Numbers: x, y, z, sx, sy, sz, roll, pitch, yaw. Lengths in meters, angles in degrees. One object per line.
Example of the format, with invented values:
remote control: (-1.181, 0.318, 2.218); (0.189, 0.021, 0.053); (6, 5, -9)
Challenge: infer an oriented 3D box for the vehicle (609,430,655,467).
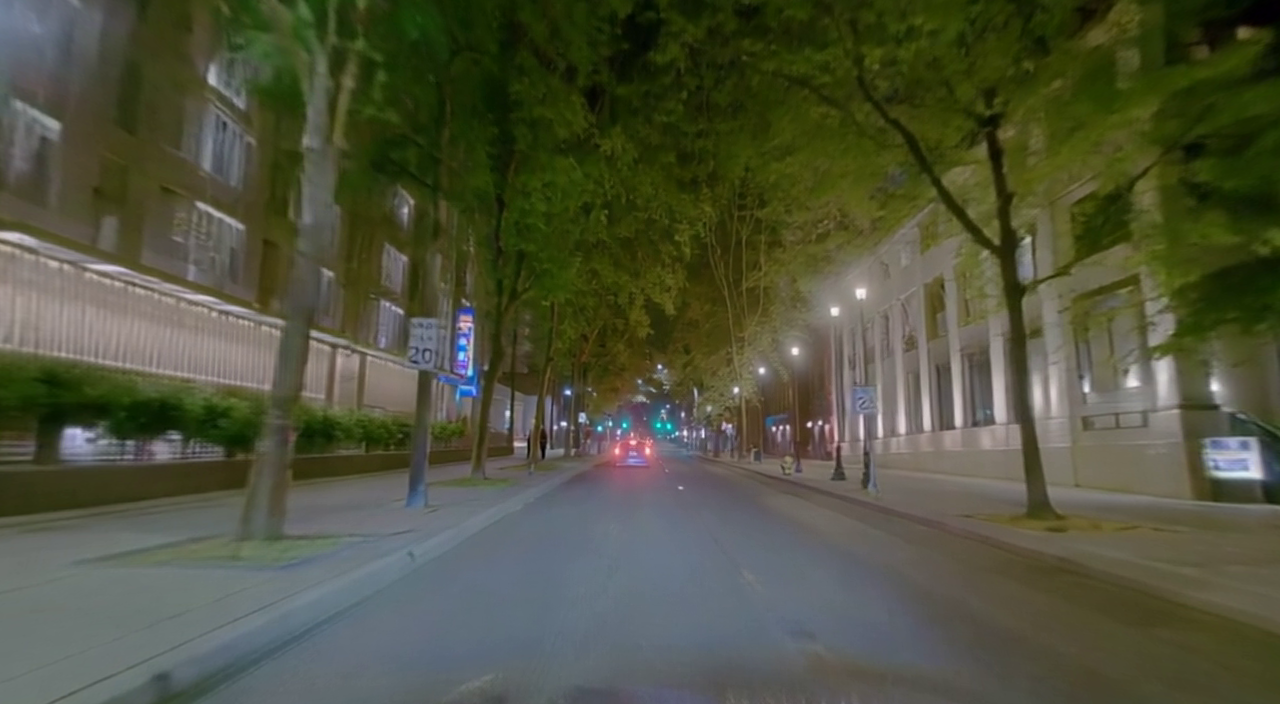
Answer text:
vehicle: (-0.378, 4.593, 29.961); (2.079, 1.621, 3.861); (0, -8, -1)
